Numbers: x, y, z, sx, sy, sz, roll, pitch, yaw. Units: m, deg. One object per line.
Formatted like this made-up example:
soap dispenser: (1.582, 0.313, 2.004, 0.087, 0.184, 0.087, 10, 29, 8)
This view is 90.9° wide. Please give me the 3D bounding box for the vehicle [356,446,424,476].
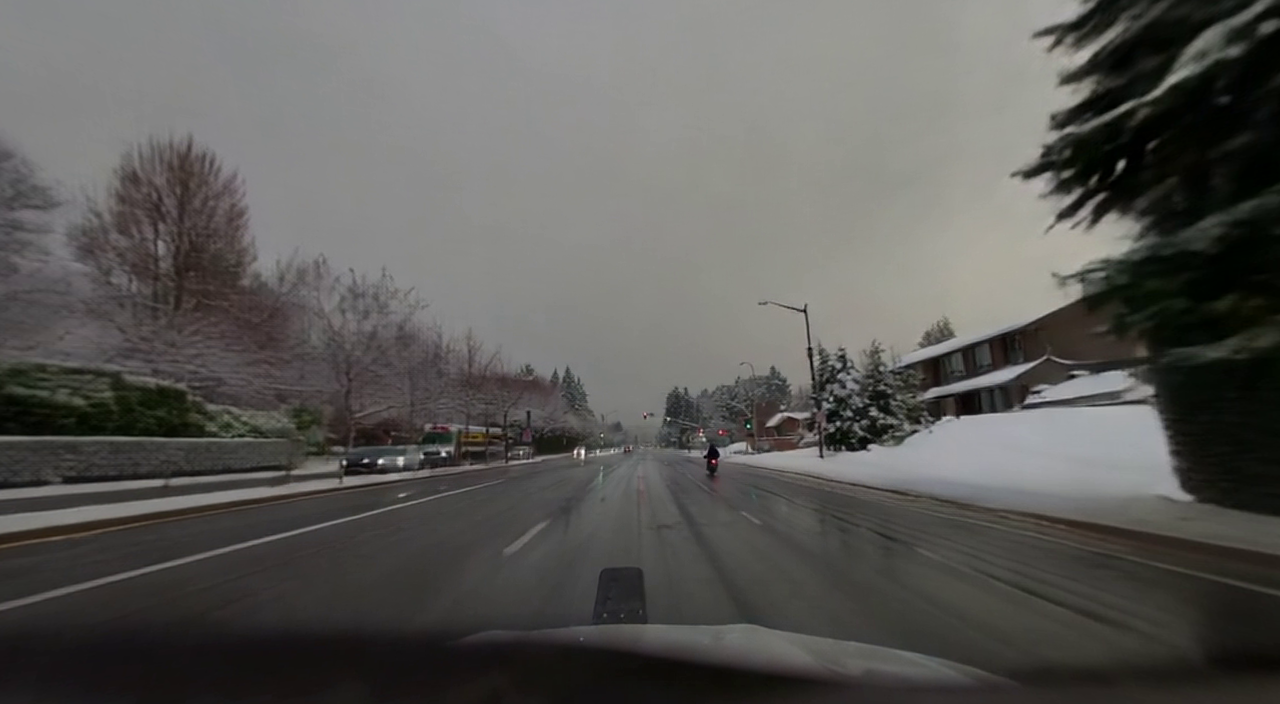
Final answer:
vehicle: (-13.814, 6.029, 35.114, 1.888, 1.456, 4.406, -1, -8, 1)
